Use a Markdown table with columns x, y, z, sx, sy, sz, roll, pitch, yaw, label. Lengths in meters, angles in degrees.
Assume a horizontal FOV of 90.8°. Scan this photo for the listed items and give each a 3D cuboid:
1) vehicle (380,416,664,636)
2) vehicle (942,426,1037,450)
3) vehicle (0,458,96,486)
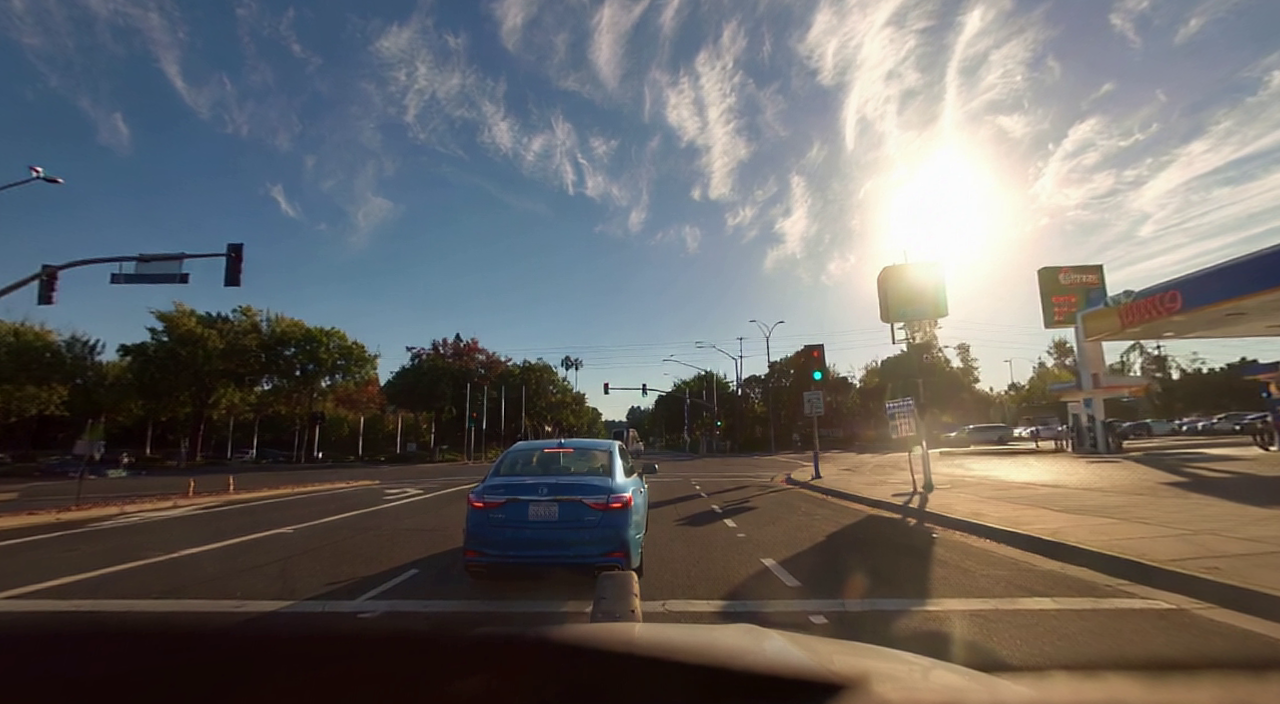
| x | y | z | sx | sy | sz | roll | pitch | yaw | label |
| --- | --- | --- | --- | --- | --- | --- | --- | --- | --- |
| -0.752 | 1.541 | 6.709 | 1.916 | 1.510 | 4.447 | -1 | -8 | 3 | vehicle |
| 22.428 | 5.531 | 40.639 | 4.874 | 1.502 | 2.048 | 0 | -8 | -1 | vehicle |
| -35.122 | 6.990 | 37.079 | 1.796 | 1.440 | 4.802 | -1 | -8 | 4 | vehicle |
